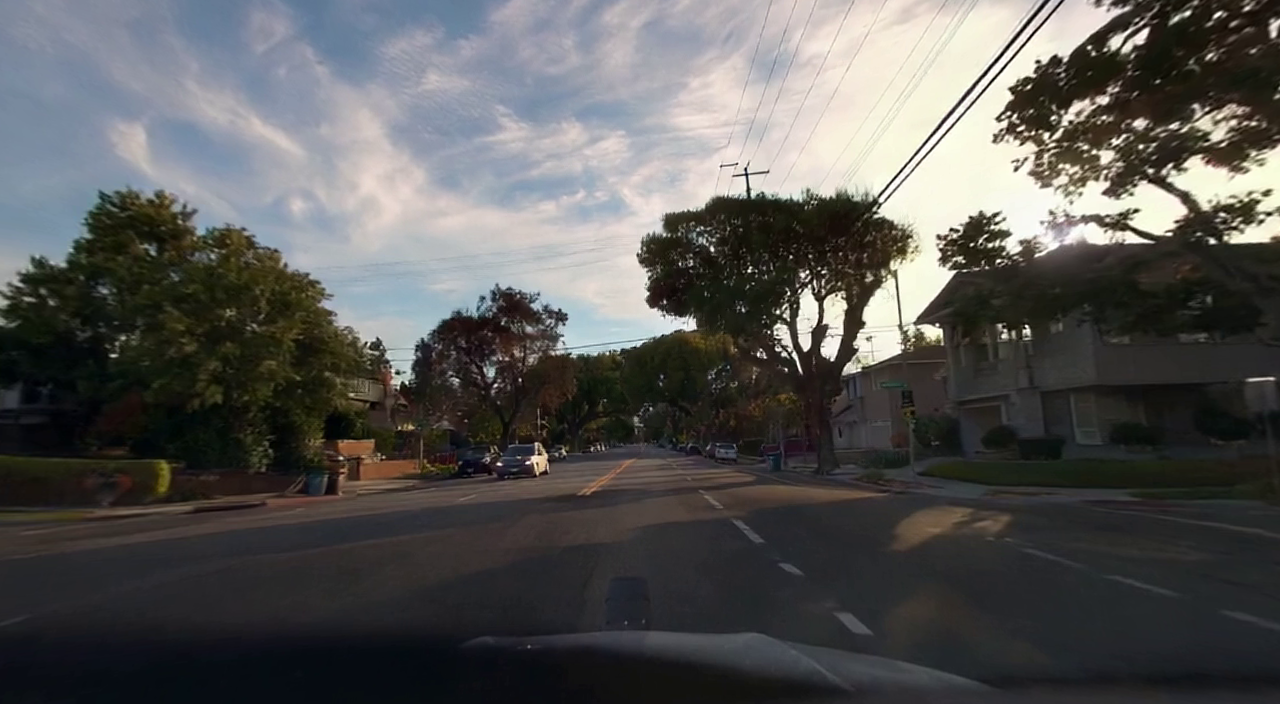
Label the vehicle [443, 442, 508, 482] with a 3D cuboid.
[{"bbox_3d":[-9.945,6.644,38.590,2.419,2.001,5.566,-3,-7,1],"label":"vehicle"}]

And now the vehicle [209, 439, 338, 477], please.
[{"bbox_3d":[-17.818,5.173,30.814,5.004,1.755,2.038,0,-8,0],"label":"vehicle"}]
